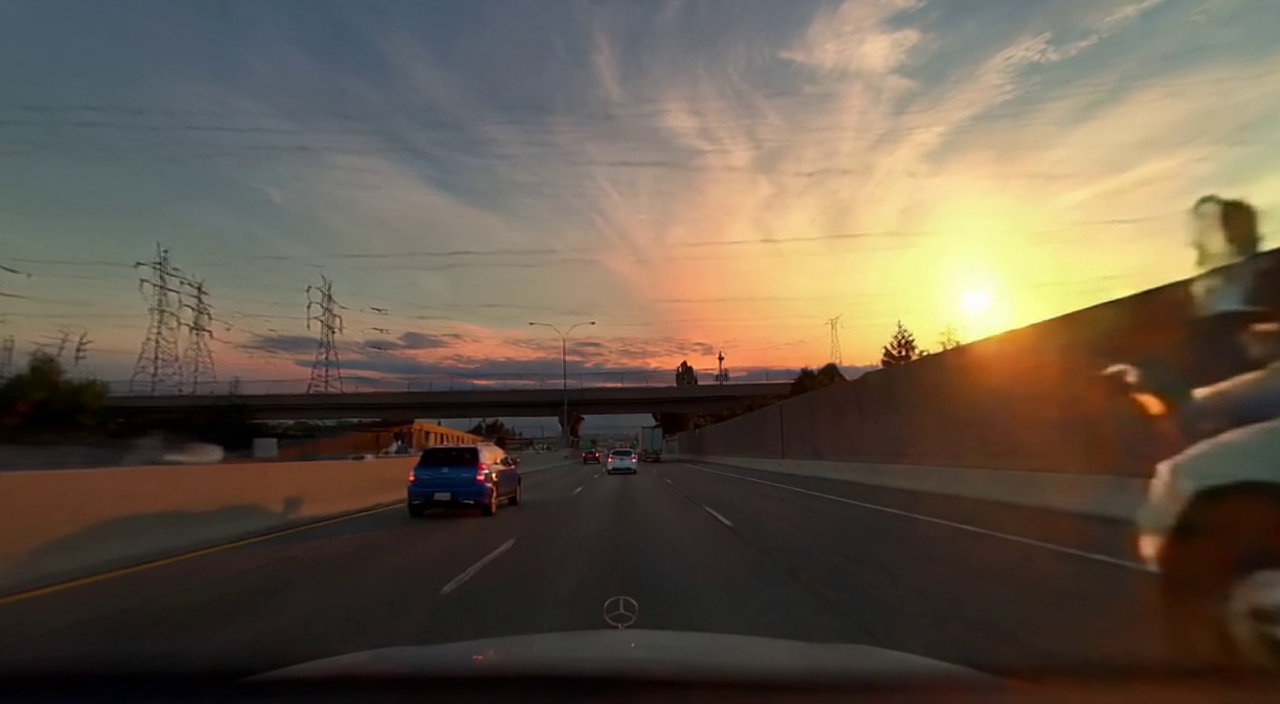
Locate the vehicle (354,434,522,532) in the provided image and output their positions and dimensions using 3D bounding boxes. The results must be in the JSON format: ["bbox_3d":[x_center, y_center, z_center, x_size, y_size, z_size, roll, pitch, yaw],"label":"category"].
[{"bbox_3d":[-3.637,2.429,12.161,1.987,1.548,3.981,0,-9,-1],"label":"vehicle"}]

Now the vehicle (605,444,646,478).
[{"bbox_3d":[-0.734,5.716,33.042,2.004,1.615,4.113,0,-9,-1],"label":"vehicle"}]
